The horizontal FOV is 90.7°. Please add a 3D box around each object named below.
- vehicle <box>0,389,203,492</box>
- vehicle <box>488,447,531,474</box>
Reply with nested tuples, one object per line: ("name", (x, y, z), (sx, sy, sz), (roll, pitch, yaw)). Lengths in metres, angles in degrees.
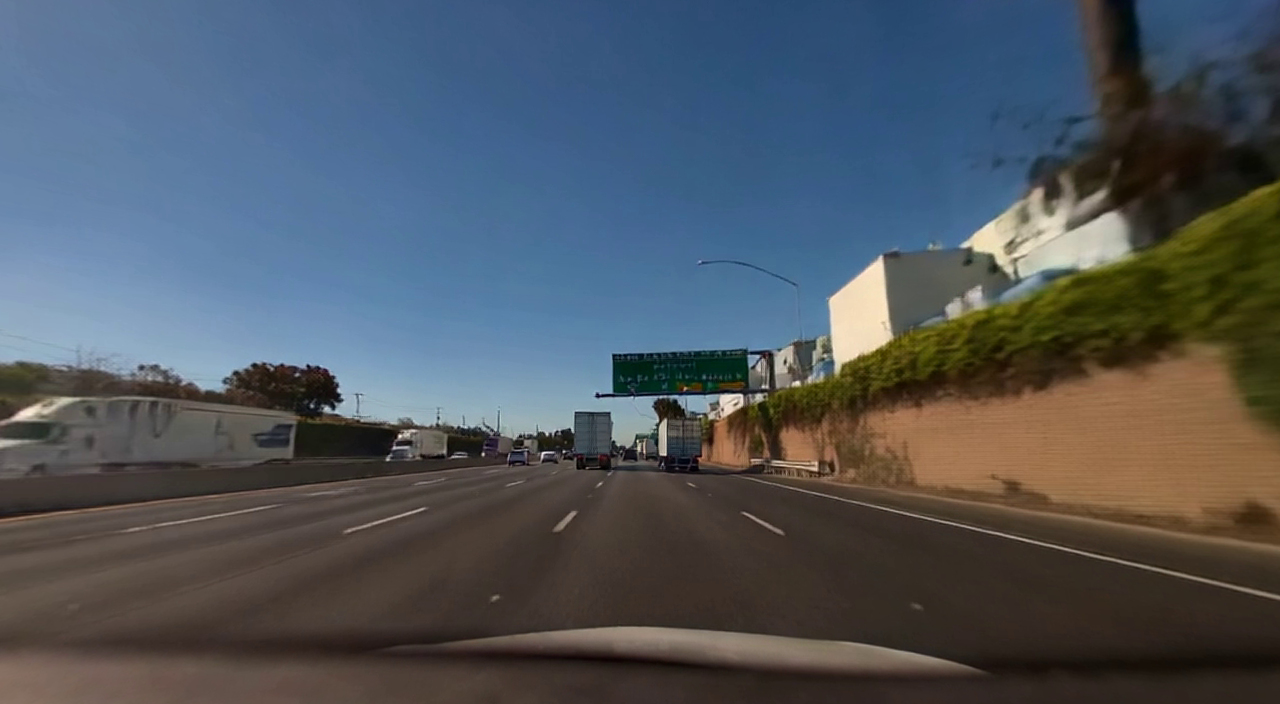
("vehicle", (-23.349, 3.865, 27.463), (3.008, 3.765, 8.086), (0, -9, -1))
("vehicle", (-8.665, 7.236, 42.345), (2.132, 1.679, 4.045), (0, -9, -2))
